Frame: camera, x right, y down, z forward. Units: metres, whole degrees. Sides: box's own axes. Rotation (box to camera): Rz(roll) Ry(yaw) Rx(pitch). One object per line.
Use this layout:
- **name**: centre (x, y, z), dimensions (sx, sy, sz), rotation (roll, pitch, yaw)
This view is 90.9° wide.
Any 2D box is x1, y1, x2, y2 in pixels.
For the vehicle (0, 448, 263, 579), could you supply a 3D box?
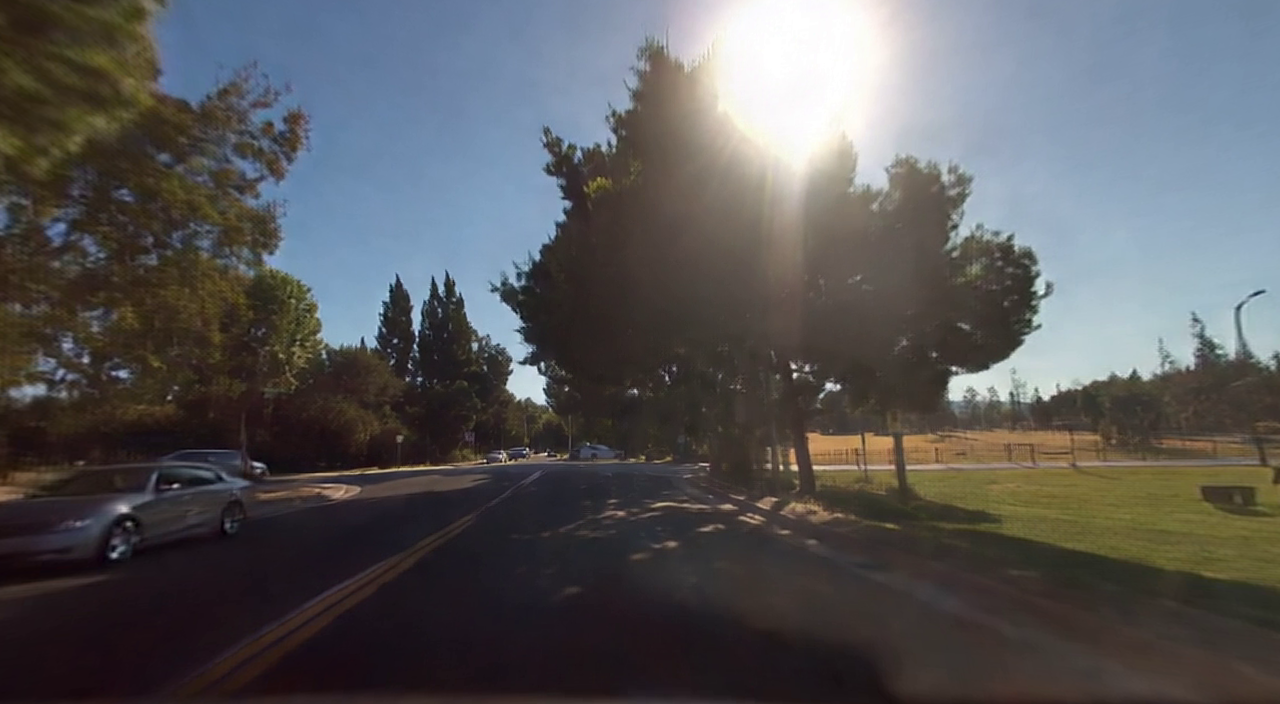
- **vehicle**: centre (-8.242, 2.393, 10.236), dimensions (1.934, 1.646, 4.273), rotation (1, -9, -6)
